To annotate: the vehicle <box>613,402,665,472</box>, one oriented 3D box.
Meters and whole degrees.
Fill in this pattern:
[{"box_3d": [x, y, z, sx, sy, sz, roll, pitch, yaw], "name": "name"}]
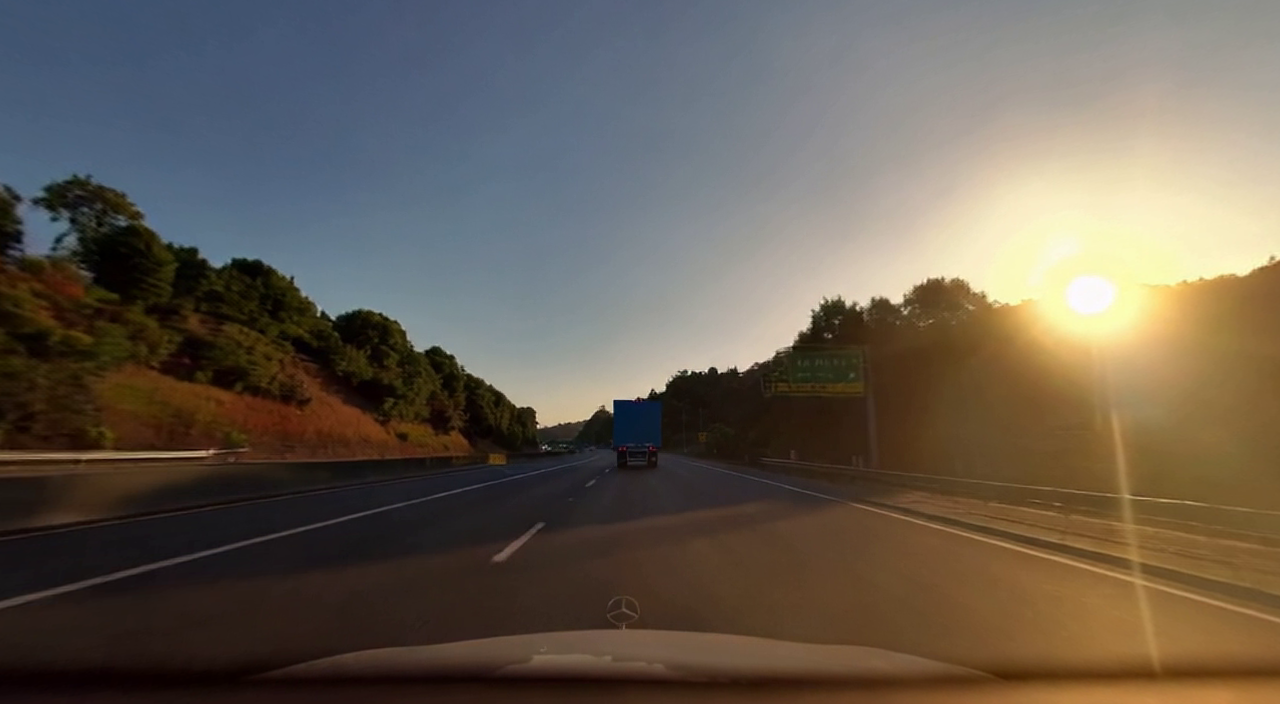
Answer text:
[{"box_3d": [-0.107, 5.707, 41.594, 2.982, 3.947, 11.075, 0, -9, -1], "name": "vehicle"}]
